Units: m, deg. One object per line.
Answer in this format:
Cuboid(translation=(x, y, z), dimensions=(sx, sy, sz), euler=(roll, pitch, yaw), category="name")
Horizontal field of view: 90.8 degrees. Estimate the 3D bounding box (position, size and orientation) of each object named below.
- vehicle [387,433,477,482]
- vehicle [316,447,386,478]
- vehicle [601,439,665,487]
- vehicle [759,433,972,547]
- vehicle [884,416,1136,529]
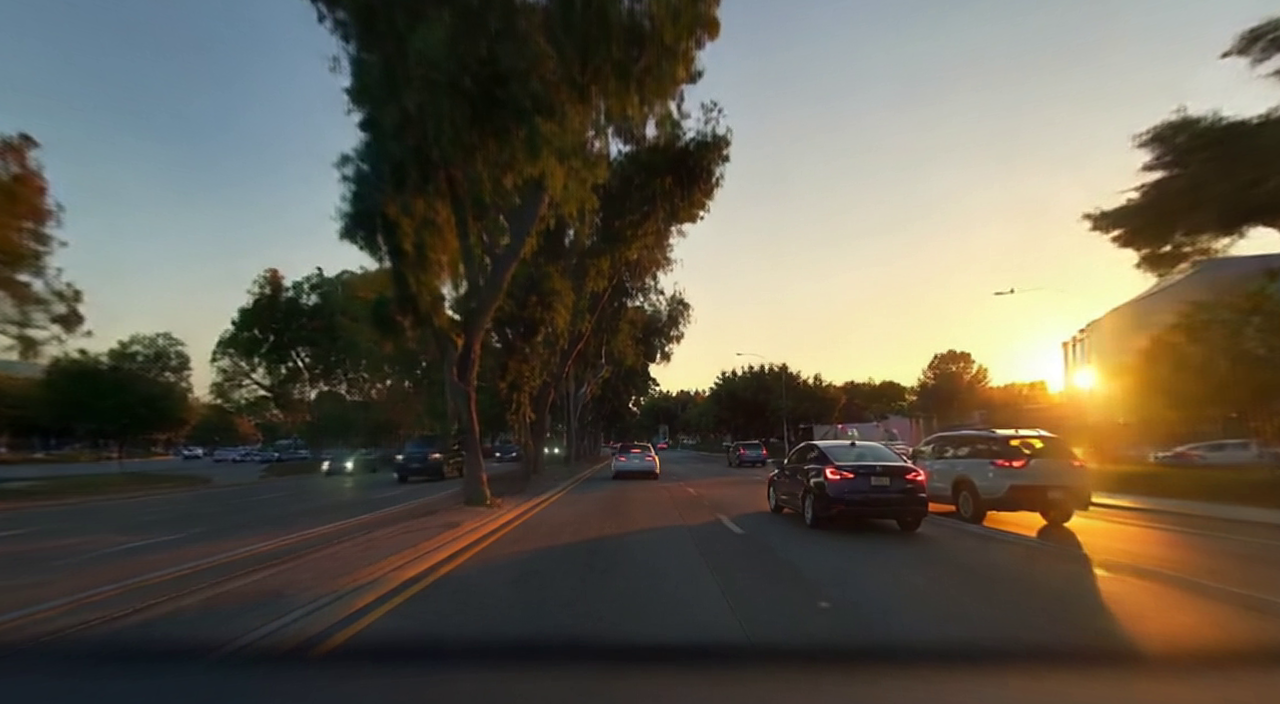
Cuboid(translation=(-9.208, 4.730, 28.551), dimensions=(2.246, 1.943, 5.493), euler=(0, -9, 0), category="vehicle")
Cuboid(translation=(-16.478, 6.289, 36.282), dimensions=(1.903, 1.675, 4.547), euler=(0, -9, -1), category="vehicle")
Cuboid(translation=(-0.246, 3.756, 21.622), dimensions=(1.994, 1.479, 3.647), euler=(0, -9, -1), category="vehicle")
Cuboid(translation=(3.353, 2.131, 10.426), dimensions=(1.858, 1.466, 4.230), euler=(0, -9, -1), category="vehicle")
Cuboid(translation=(6.893, 2.303, 12.581), dimensions=(2.134, 1.810, 4.590), euler=(0, -9, -1), category="vehicle")
